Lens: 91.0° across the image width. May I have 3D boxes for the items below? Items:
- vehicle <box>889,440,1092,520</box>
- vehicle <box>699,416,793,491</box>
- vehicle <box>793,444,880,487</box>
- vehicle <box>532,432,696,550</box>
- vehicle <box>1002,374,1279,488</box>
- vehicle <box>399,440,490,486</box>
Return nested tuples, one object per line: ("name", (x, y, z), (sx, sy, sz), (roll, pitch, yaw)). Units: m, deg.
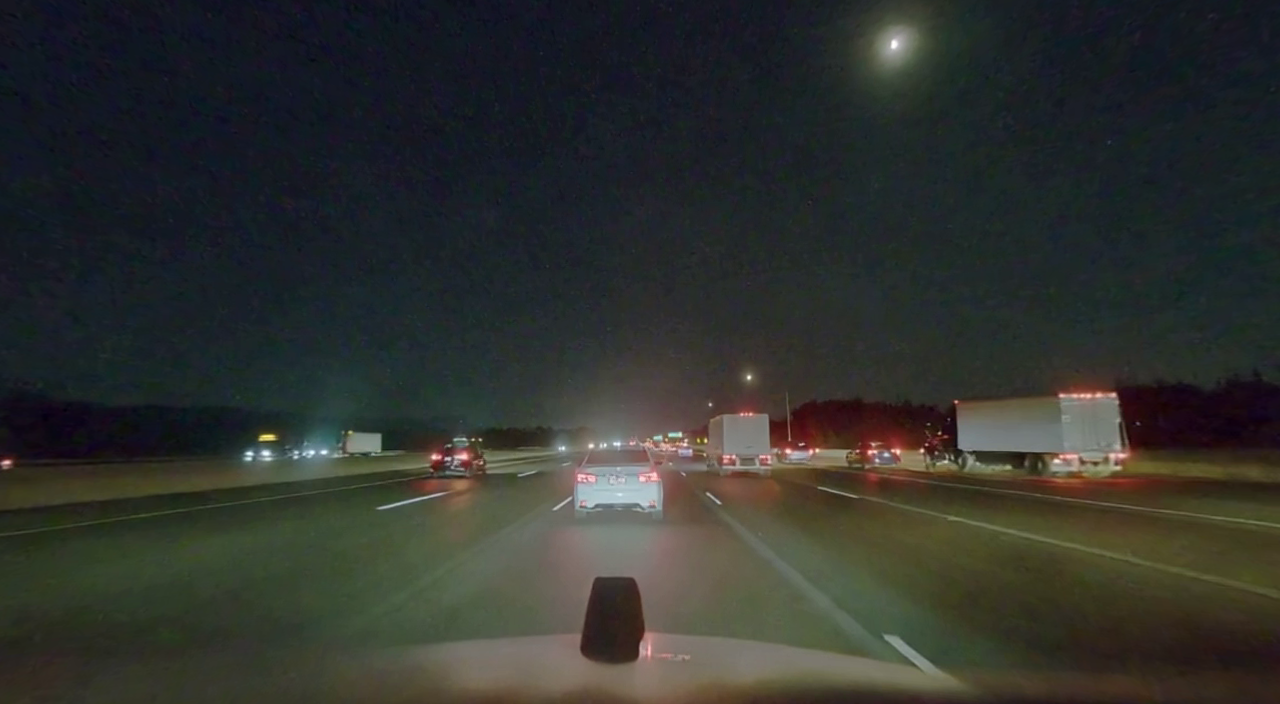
("vehicle", (7.636, 2.810, 14.391), (2.021, 1.505, 4.480), (0, -9, -1))
("vehicle", (3.582, 3.607, 22.551), (2.440, 2.313, 5.266), (0, -9, 0))
("vehicle", (7.446, 4.315, 24.311), (1.942, 1.482, 4.250), (0, -9, -1))
("vehicle", (-0.328, 2.128, 10.287), (2.132, 1.499, 4.038), (0, -9, 0))
("vehicle", (21.401, 3.608, 27.831), (2.970, 4.079, 10.086), (3, -9, -14))
("vehicle", (-7.325, 4.213, 24.145), (2.010, 1.557, 4.449), (0, -9, 1))
